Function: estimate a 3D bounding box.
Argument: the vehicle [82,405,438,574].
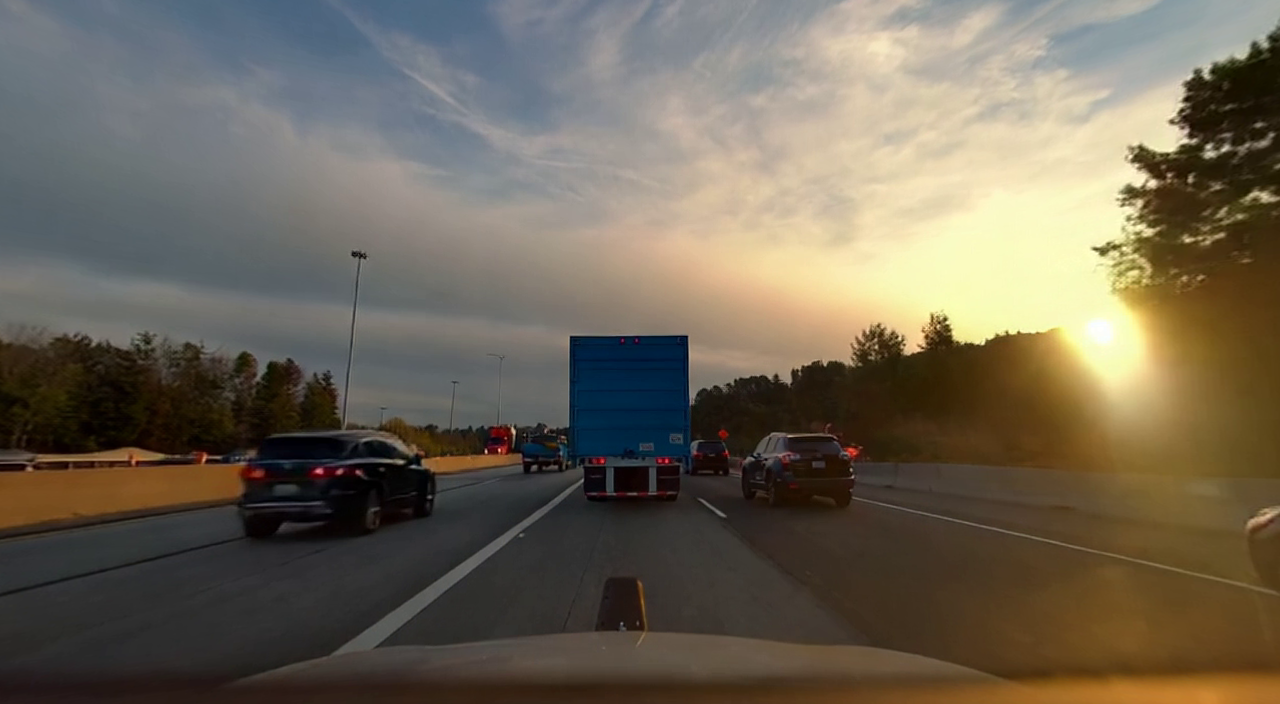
[{"bbox_3d":[-4.738,1.783,8.934,2.095,1.736,4.529,0,-9,2],"label":"vehicle"}]

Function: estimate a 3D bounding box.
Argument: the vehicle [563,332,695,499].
[{"bbox_3d":[-0.362,2.245,20.005,3.067,3.940,10.154,1,-9,-1],"label":"vehicle"}]

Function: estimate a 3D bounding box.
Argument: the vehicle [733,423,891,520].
[{"bbox_3d":[3.384,2.461,13.401,2.103,1.713,4.173,1,-9,-1],"label":"vehicle"}]

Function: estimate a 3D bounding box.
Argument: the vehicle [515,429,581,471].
[{"bbox_3d":[-4.595,5.068,32.624,2.421,1.965,5.980,0,-9,1],"label":"vehicle"}]

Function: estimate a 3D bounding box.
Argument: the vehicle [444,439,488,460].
[{"bbox_3d":[-13.046,7.366,47.478,1.887,1.511,4.152,0,-9,4],"label":"vehicle"}]
